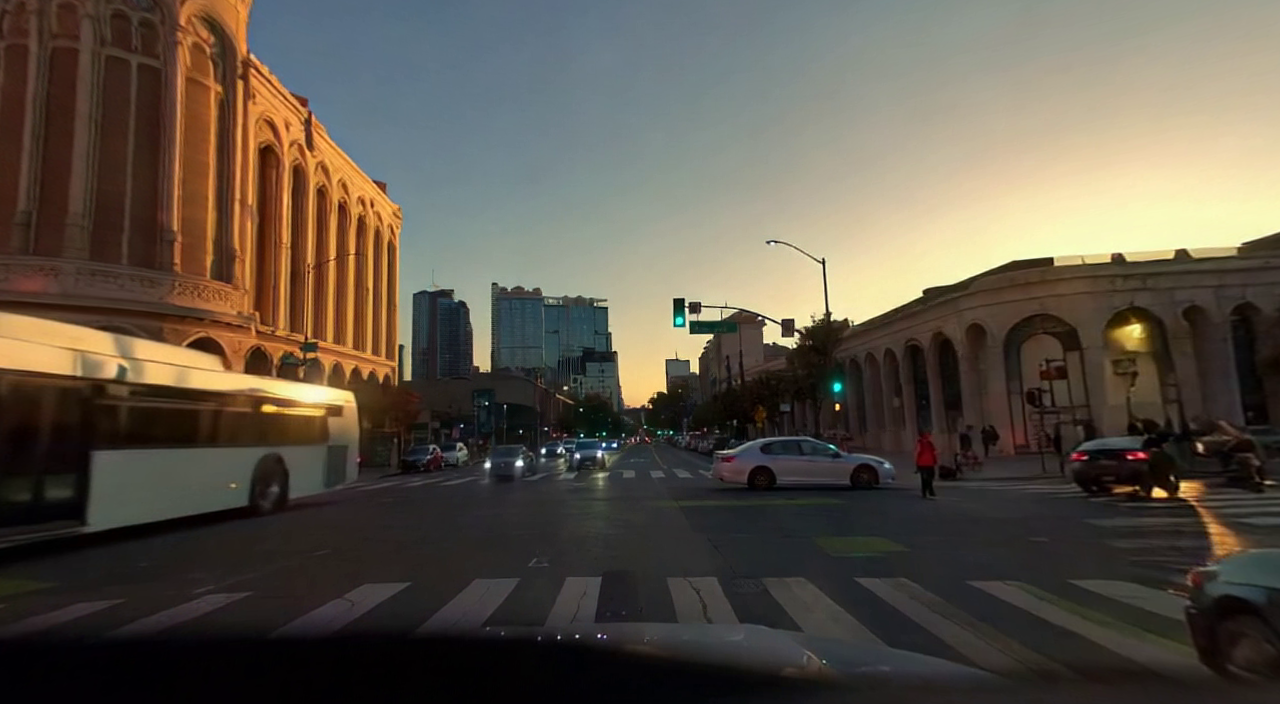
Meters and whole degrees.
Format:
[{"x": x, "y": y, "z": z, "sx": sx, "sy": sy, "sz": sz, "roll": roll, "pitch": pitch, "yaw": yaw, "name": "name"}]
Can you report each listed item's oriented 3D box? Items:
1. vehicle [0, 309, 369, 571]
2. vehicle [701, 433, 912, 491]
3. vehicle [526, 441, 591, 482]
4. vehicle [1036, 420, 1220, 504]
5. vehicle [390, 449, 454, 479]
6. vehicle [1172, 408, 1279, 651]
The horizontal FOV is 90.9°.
[{"x": -8.788, "y": 1.736, "z": 12.531, "sx": 2.763, "sy": 3.411, "sz": 8.508, "roll": 0, "pitch": -8, "yaw": 1, "name": "vehicle"}, {"x": 4.605, "y": 3.051, "z": 17.759, "sx": 5.388, "sy": 1.465, "sz": 2.050, "roll": -3, "pitch": -9, "yaw": 18, "name": "vehicle"}, {"x": -3.068, "y": 4.235, "z": 24.740, "sx": 1.904, "sy": 1.402, "sz": 4.759, "roll": 0, "pitch": -8, "yaw": 0, "name": "vehicle"}, {"x": 10.489, "y": 2.283, "z": 13.464, "sx": 4.271, "sy": 1.495, "sz": 2.006, "roll": 6, "pitch": -11, "yaw": -38, "name": "vehicle"}, {"x": -11.916, "y": 6.113, "z": 34.809, "sx": 1.998, "sy": 1.505, "sz": 4.405, "roll": 0, "pitch": -8, "yaw": -1, "name": "vehicle"}, {"x": 4.927, "y": 0.854, "z": 2.211, "sx": 1.912, "sy": 1.505, "sz": 4.889, "roll": 0, "pitch": -8, "yaw": 1, "name": "vehicle"}]
